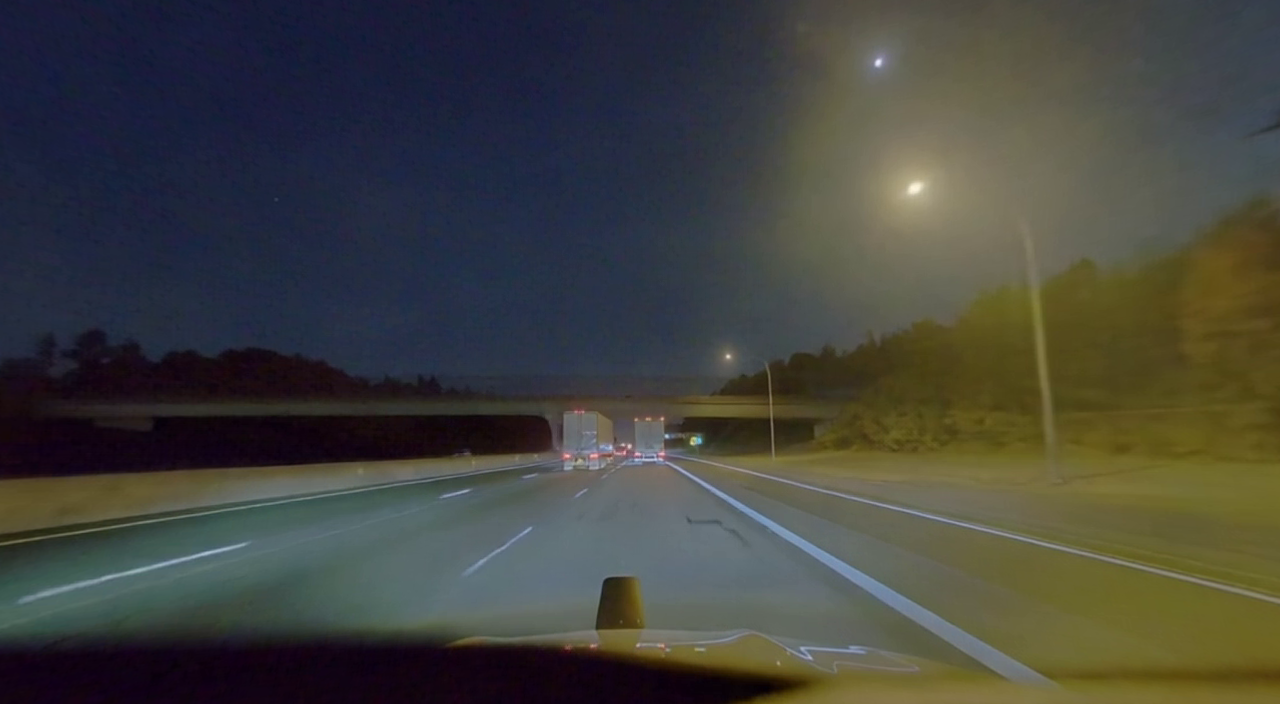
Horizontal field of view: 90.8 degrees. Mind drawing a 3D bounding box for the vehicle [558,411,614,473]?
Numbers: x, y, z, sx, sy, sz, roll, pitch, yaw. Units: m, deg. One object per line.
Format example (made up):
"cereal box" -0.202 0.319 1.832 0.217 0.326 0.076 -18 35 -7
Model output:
"vehicle" -3.000 5.334 37.024 2.696 3.266 7.062 0 -9 0
